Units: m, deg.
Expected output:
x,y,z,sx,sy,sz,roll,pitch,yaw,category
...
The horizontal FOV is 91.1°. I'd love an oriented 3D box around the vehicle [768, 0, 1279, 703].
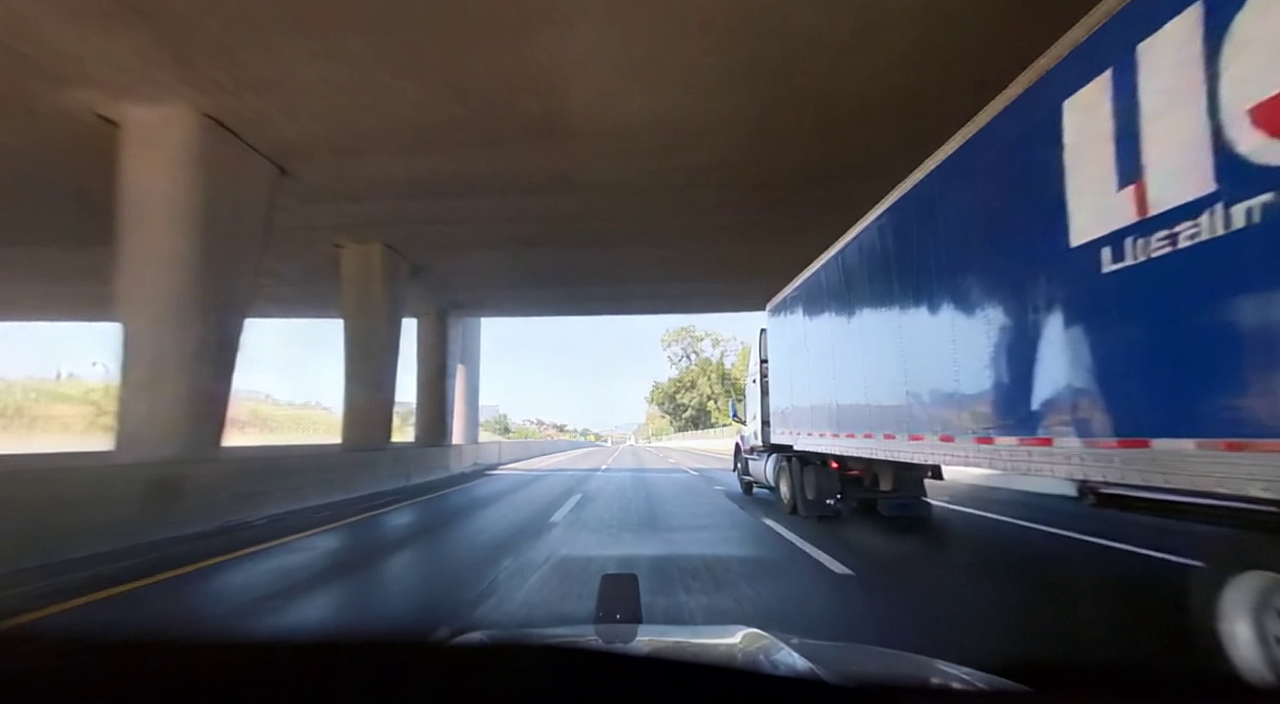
x,y,z,sx,sy,sz,roll,pitch,yaw,category
4.212,-0.073,5.329,3.034,4.194,14.704,0,-8,0,vehicle
